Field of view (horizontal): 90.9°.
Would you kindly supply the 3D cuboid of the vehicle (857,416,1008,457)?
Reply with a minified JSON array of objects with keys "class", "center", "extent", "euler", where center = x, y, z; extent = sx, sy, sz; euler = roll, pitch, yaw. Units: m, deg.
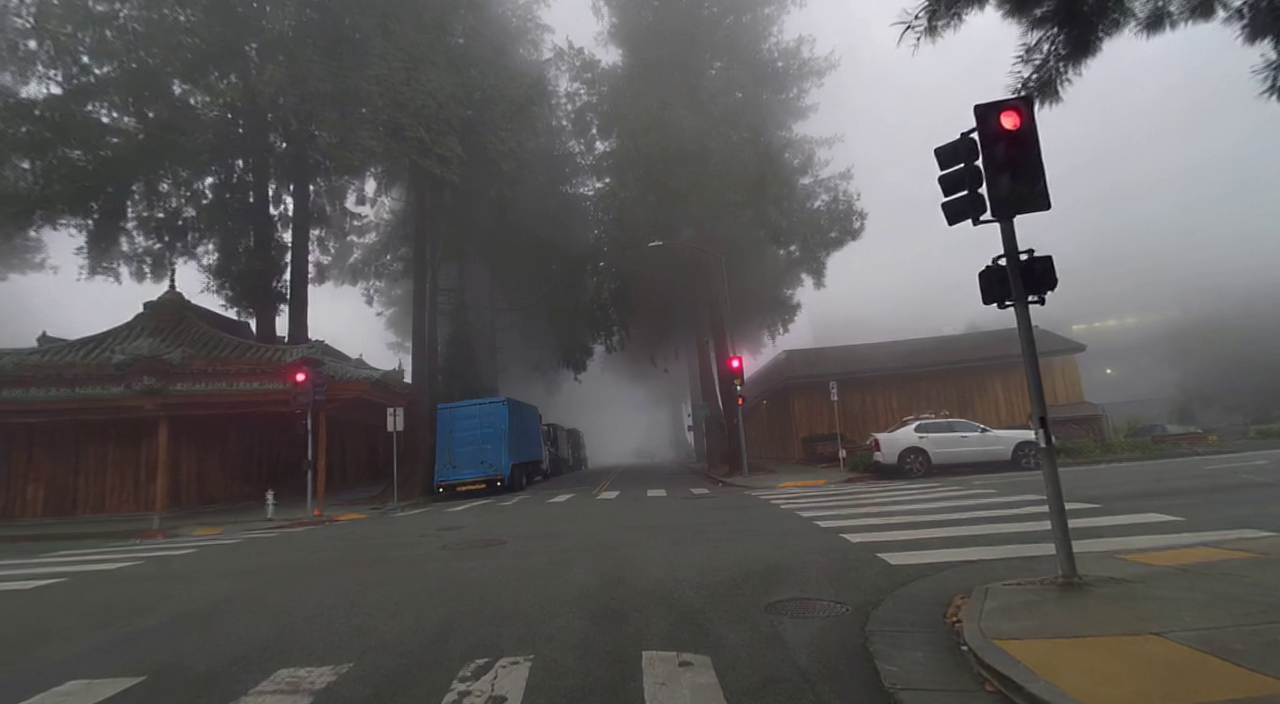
[{"class":"vehicle","center":[10.726,3.142,23.415],"extent":[4.643,1.456,1.820],"euler":[-1,-8,5]}]

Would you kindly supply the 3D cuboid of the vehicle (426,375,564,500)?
[{"class":"vehicle","center":[-5.723,3.695,27.145],"extent":[3.113,4.041,10.284],"euler":[-6,-8,0]}]

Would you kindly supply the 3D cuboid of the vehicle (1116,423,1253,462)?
[{"class":"vehicle","center":[24.948,4.160,29.021],"extent":[4.268,1.695,2.053],"euler":[0,-8,3]}]
